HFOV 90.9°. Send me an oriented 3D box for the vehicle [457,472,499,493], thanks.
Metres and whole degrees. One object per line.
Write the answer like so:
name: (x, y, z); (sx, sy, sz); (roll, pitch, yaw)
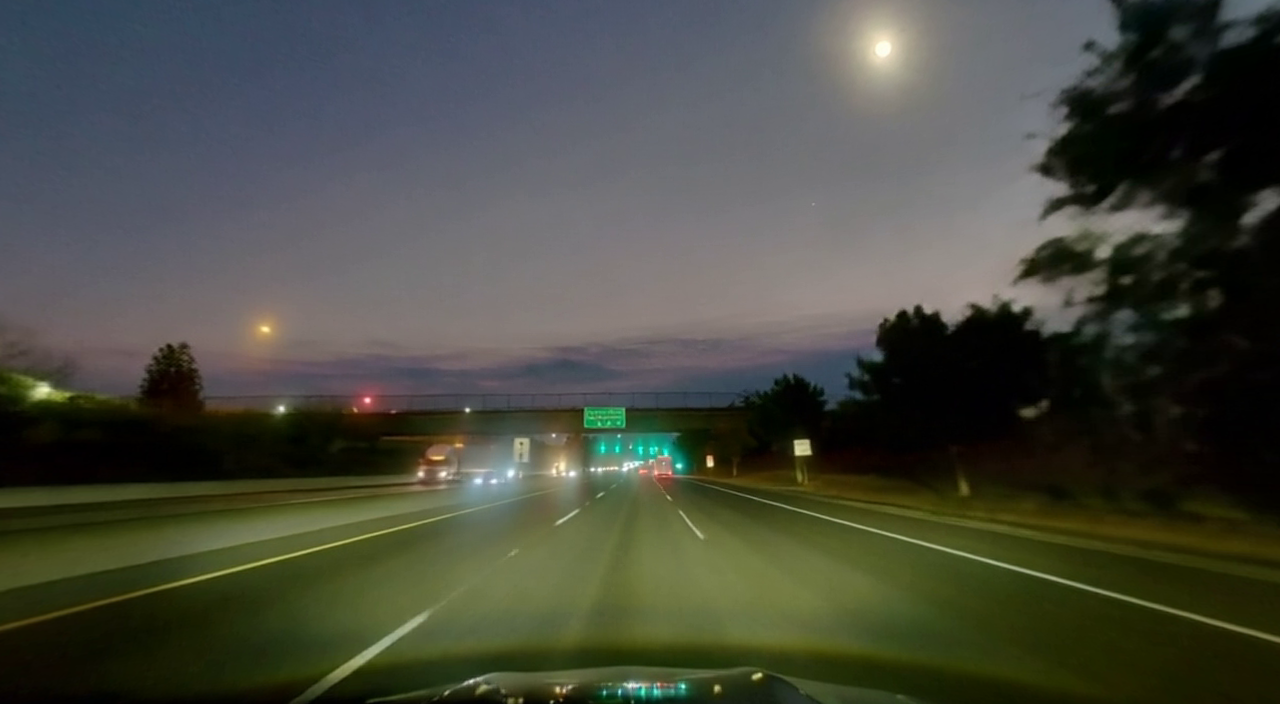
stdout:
vehicle: (-12.072, 9.745, 47.320); (1.925, 1.436, 4.717); (1, -10, 0)
